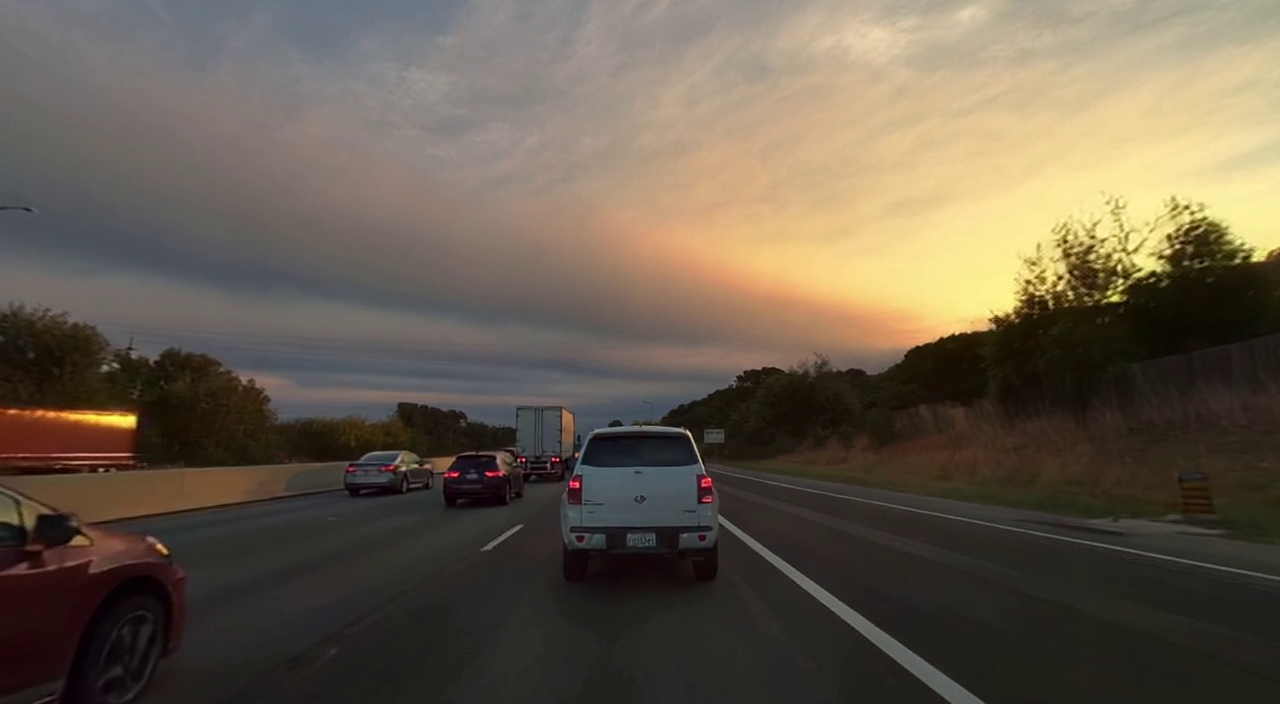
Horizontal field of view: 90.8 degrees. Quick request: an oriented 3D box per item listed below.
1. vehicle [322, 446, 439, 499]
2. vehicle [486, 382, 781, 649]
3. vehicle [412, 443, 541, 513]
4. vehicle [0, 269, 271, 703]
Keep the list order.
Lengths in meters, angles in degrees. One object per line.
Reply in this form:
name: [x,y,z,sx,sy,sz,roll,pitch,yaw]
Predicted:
vehicle: [-8.227,3.840,20.548,1.874,1.470,4.576,0,-9,0]
vehicle: [-0.081,1.368,6.073,1.995,1.798,3.380,0,-9,-1]
vehicle: [-3.888,3.071,15.887,1.986,1.501,4.407,-1,-9,1]
vehicle: [-3.923,0.656,2.462,2.055,2.144,4.782,0,-9,-1]
